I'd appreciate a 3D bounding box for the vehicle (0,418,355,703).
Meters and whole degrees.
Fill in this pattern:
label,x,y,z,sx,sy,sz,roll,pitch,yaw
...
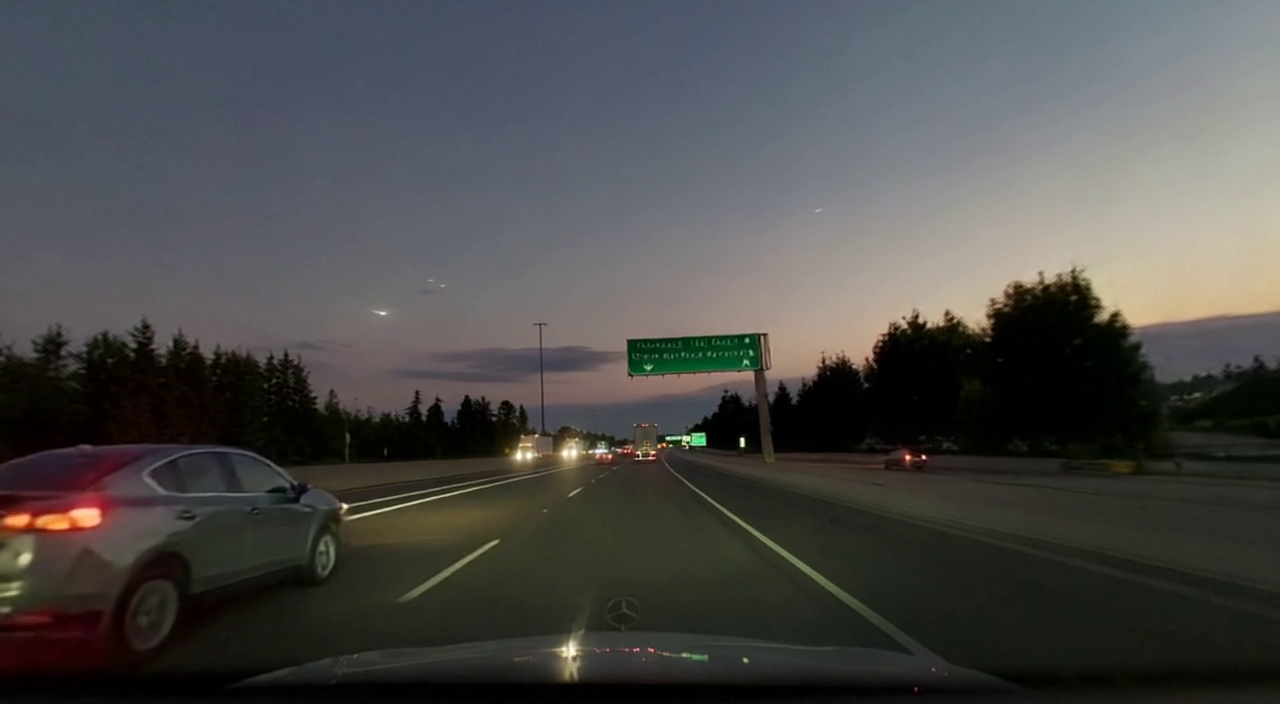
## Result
label,x,y,z,sx,sy,sz,roll,pitch,yaw
vehicle,-4.215,1.364,5.023,1.945,1.488,4.043,0,-9,0
